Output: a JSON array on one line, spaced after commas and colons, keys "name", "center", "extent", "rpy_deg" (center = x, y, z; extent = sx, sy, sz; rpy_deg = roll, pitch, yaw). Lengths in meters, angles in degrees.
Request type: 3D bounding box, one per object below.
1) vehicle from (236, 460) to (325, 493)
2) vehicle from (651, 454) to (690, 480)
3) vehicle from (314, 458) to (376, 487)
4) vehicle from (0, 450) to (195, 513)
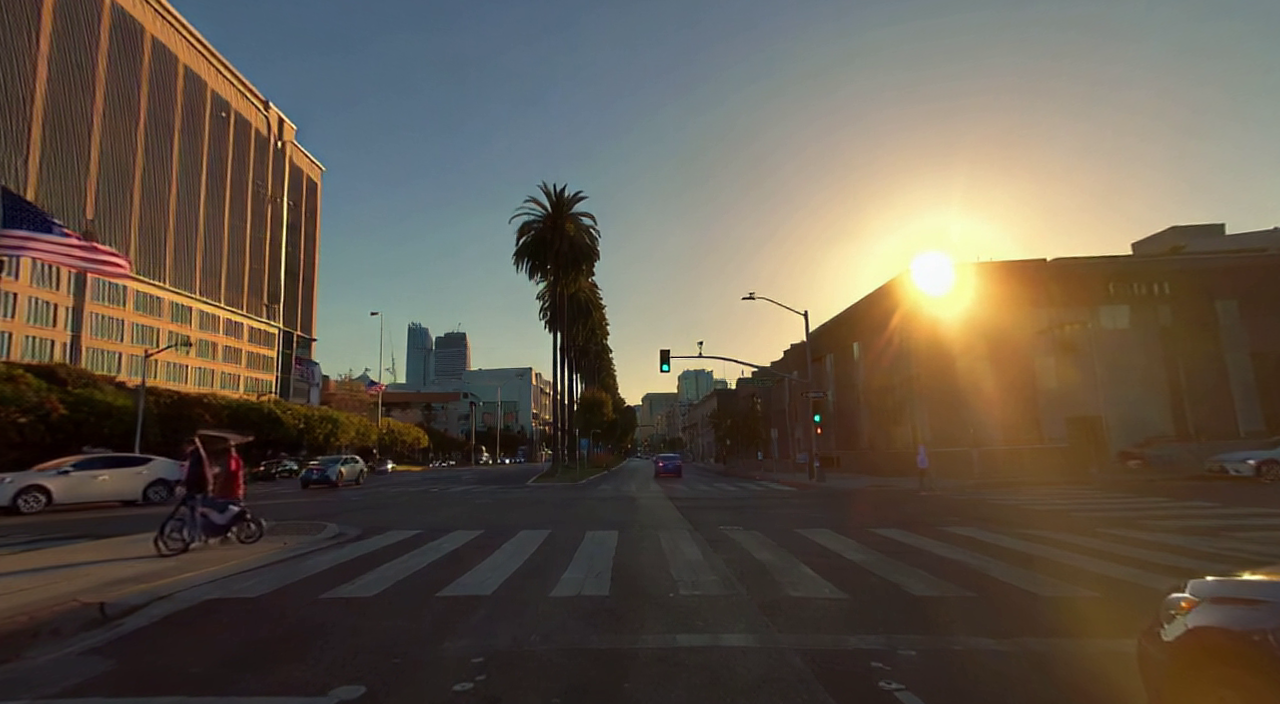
[{"name": "vehicle", "center": [-19.934, 6.907, 35.326], "extent": [2.069, 1.540, 4.774], "rpy_deg": [0, -8, 1]}, {"name": "vehicle", "center": [1.956, 7.515, 41.590], "extent": [2.000, 1.525, 4.273], "rpy_deg": [0, -8, -5]}, {"name": "vehicle", "center": [-20.113, 8.227, 43.351], "extent": [2.043, 1.745, 4.420], "rpy_deg": [0, -9, 1]}, {"name": "vehicle", "center": [-15.744, 3.658, 18.231], "extent": [4.499, 1.594, 1.898], "rpy_deg": [5, -10, -31]}]
